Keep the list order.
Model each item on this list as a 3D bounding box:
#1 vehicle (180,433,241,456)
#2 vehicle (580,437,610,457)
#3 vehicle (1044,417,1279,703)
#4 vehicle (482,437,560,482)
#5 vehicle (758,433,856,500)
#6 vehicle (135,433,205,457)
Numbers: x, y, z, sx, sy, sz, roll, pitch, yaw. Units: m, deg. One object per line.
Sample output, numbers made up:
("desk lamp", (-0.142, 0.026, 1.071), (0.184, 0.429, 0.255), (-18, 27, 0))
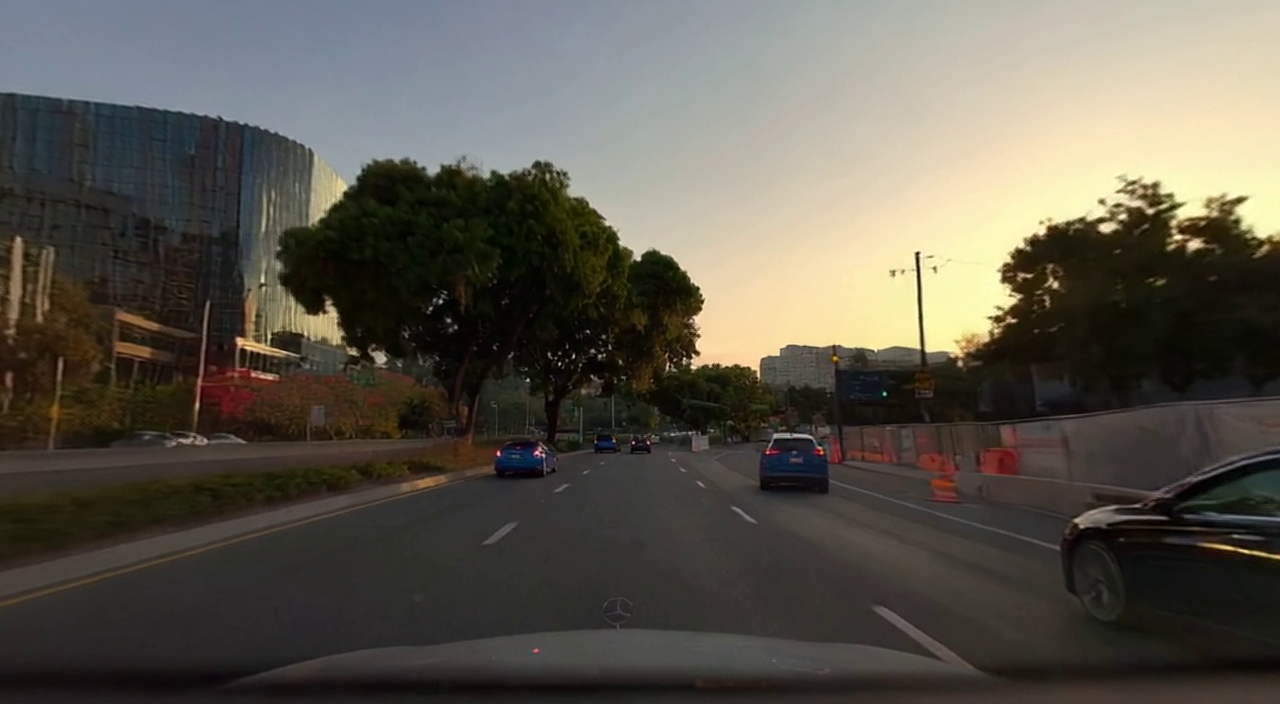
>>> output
("vehicle", (-31.083, 6.706, 45.650), (1.681, 1.575, 3.449), (-1, -8, 7))
("vehicle", (-3.533, 7.512, 49.961), (1.888, 1.486, 4.310), (0, -8, 2))
("vehicle", (4.046, 1.040, 2.929), (1.784, 1.471, 3.935), (0, -8, 2))
("vehicle", (-4.025, 3.658, 21.953), (1.848, 1.406, 4.013), (0, -8, 2))
("vehicle", (4.091, 2.814, 15.990), (1.913, 1.499, 3.581), (-1, -8, 7))
("vehicle", (-33.787, 6.686, 45.372), (1.806, 1.653, 3.792), (-1, -8, 8))
